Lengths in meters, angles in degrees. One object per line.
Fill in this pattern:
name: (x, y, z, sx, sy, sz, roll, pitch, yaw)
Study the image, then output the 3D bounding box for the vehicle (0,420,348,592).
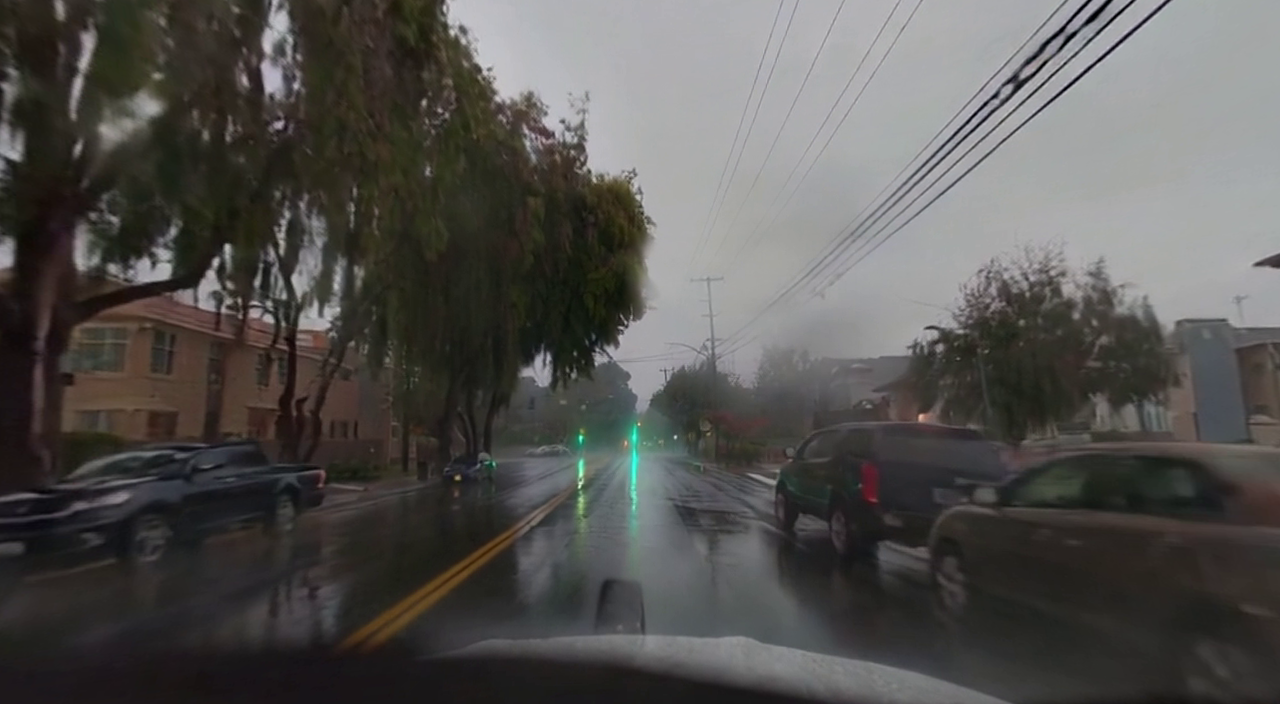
vehicle: (-6.784, 2.035, 9.471, 2.151, 1.789, 5.482, 0, -8, 0)

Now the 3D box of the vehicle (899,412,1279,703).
vehicle: (3.321, 1.120, 3.467, 1.869, 1.453, 4.237, 0, -8, -2)

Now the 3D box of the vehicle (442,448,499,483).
vehicle: (-7.690, 5.155, 29.051, 1.902, 1.456, 4.451, 1, -8, -7)

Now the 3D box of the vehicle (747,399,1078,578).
vehicle: (3.271, 1.810, 9.365, 2.202, 1.805, 5.756, 0, -8, -1)
